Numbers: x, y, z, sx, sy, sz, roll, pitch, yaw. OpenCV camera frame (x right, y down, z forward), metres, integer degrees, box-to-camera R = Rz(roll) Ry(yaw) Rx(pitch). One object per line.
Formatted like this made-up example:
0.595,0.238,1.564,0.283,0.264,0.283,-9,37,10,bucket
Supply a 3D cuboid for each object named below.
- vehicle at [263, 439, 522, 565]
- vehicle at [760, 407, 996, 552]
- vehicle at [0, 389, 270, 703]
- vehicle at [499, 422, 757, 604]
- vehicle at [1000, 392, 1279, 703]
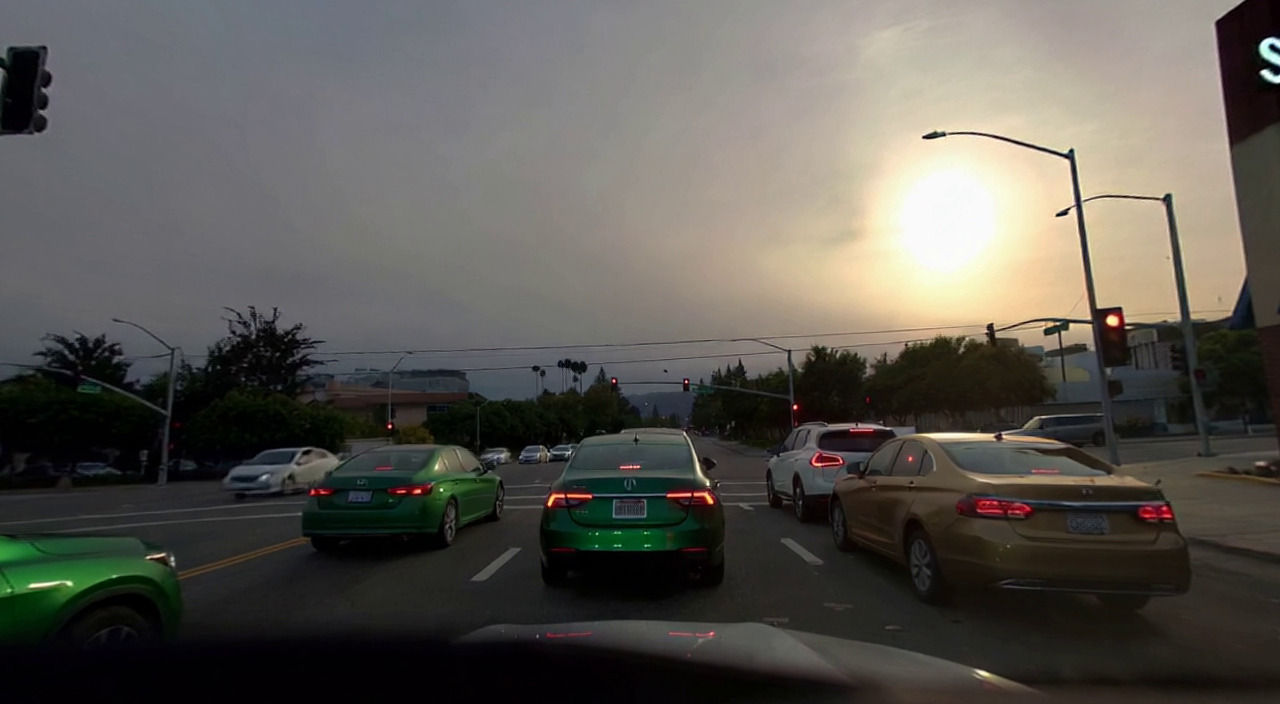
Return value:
-3.292,2.073,9.554,1.995,1.436,4.373,-1,-8,3,vehicle
3.310,1.867,9.842,1.992,1.744,4.183,0,-8,0,vehicle
-3.473,0.844,1.849,2.016,1.547,4.414,0,-8,1,vehicle
-0.123,1.652,7.390,2.140,1.499,4.119,0,-8,-1,vehicle
3.938,0.974,3.115,1.800,1.519,4.198,0,-8,0,vehicle
